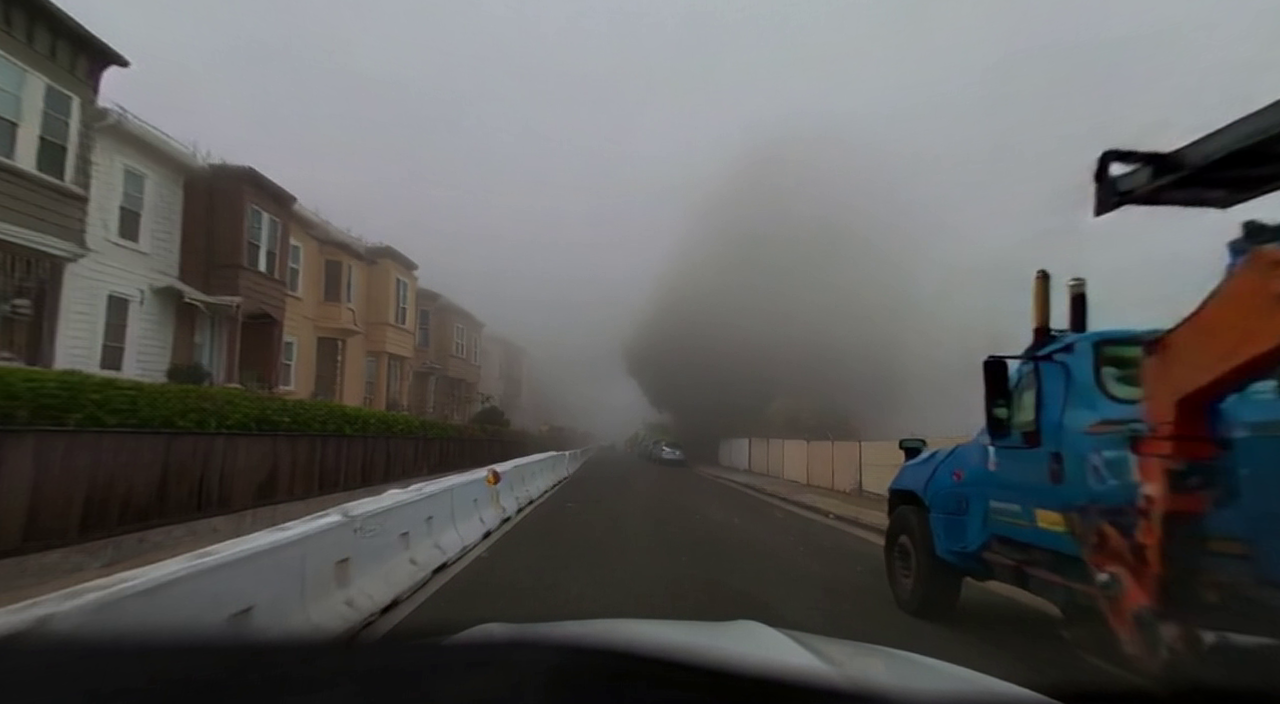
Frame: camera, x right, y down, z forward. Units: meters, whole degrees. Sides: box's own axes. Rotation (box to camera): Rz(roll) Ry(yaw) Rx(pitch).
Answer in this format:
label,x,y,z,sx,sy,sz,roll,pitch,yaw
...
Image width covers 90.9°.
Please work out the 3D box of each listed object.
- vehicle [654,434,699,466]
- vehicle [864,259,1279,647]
label,x,y,z,sx,sy,sz,roll,pitch,yaw
vehicle,2.011,5.580,36.271,2.066,1.739,4.234,0,-7,-4
vehicle,3.563,0.941,5.841,1.758,2.572,2.706,7,-13,-4
